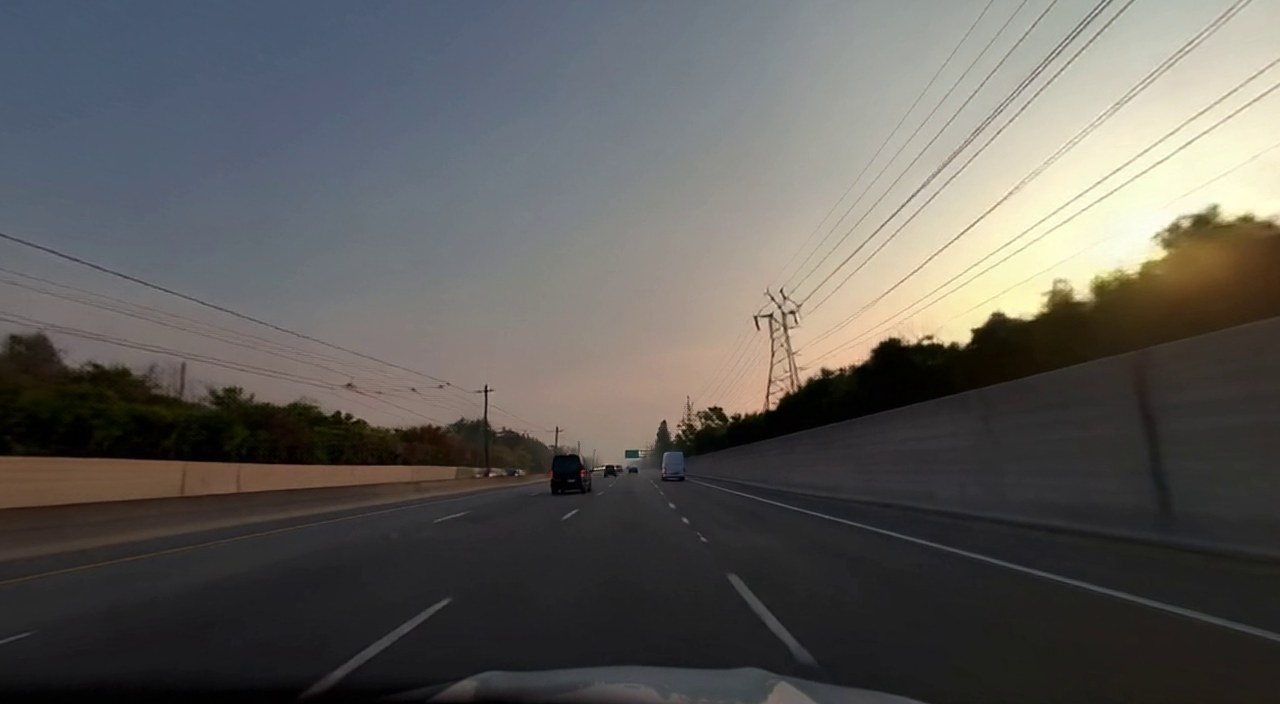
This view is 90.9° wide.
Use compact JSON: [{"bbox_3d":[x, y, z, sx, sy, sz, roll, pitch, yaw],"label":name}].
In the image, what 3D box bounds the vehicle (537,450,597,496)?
[{"bbox_3d":[-3.422,5.848,30.502,2.324,2.008,4.654,1,-11,0],"label":"vehicle"}]
